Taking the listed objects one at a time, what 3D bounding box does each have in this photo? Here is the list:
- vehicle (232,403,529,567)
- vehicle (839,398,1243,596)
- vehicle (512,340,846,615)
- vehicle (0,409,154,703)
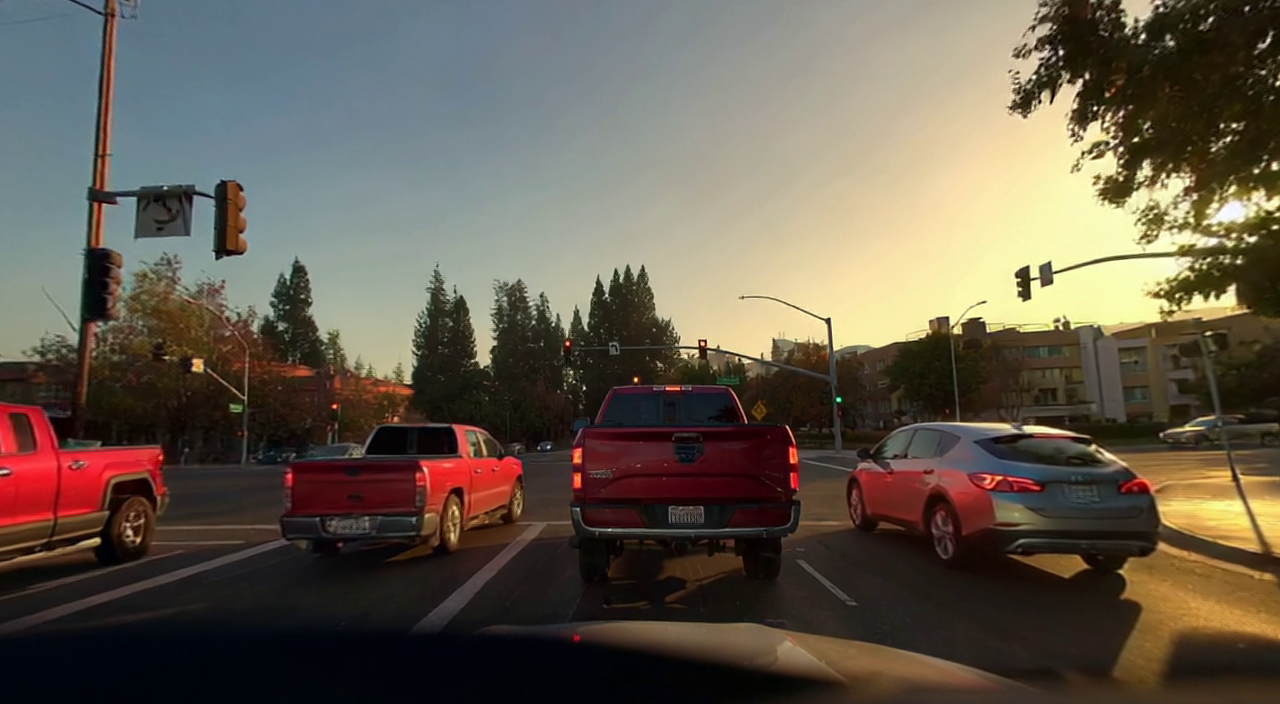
[{"bbox_3d":[-3.236,1.778,9.219,2.125,1.739,4.707,0,-8,3],"label":"vehicle"},{"bbox_3d":[4.049,1.532,7.480,1.984,1.659,4.226,0,-8,0],"label":"vehicle"},{"bbox_3d":[0.333,1.286,7.243,2.505,2.084,4.768,0,-8,1],"label":"vehicle"},{"bbox_3d":[-3.394,0.712,0.673,1.998,1.481,4.656,0,-8,1],"label":"vehicle"}]
